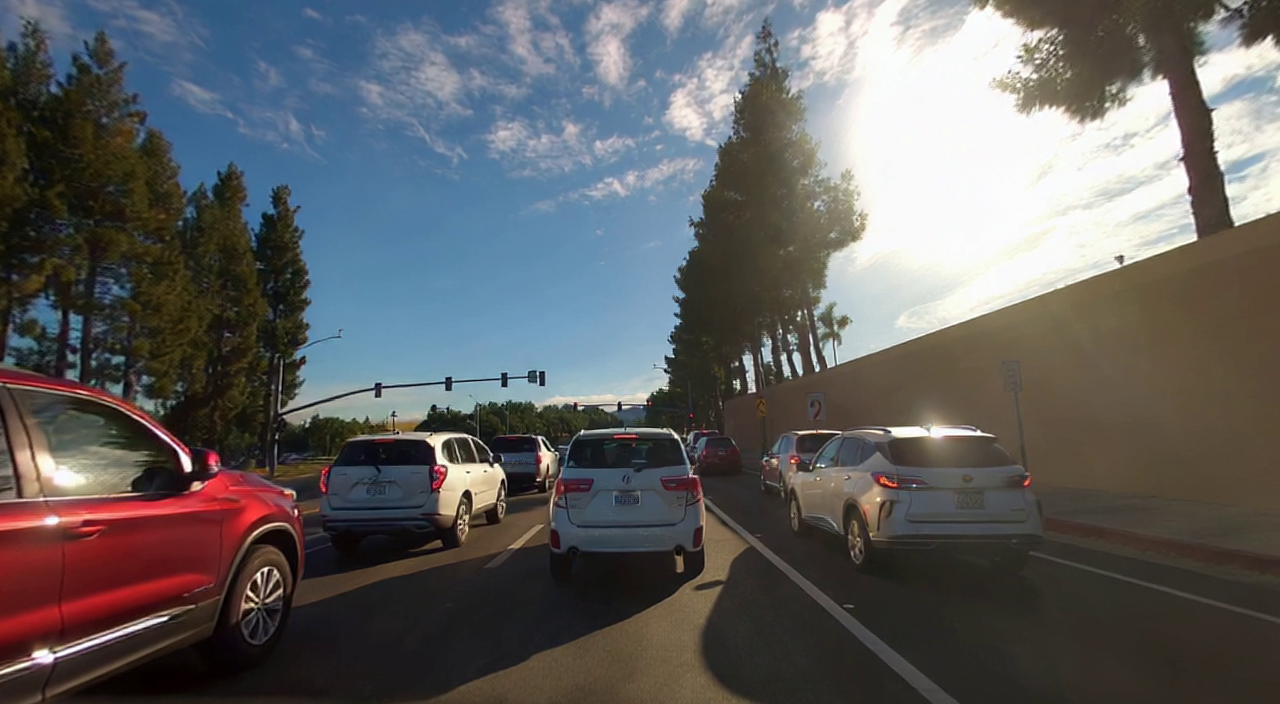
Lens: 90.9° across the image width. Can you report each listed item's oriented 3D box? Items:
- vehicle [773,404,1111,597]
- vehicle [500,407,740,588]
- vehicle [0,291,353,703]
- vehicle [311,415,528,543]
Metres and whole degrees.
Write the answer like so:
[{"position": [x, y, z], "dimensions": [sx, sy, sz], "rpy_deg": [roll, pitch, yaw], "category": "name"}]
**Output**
[{"position": [3.139, 1.633, 7.799], "dimensions": [2.029, 1.702, 4.281], "rpy_deg": [0, -8, 0], "category": "vehicle"}, {"position": [-0.156, 1.656, 7.945], "dimensions": [2.245, 1.677, 3.913], "rpy_deg": [0, -8, 1], "category": "vehicle"}, {"position": [-3.520, 0.828, 3.110], "dimensions": [2.070, 1.913, 4.450], "rpy_deg": [0, -8, 0], "category": "vehicle"}, {"position": [-3.492, 2.114, 11.155], "dimensions": [2.067, 1.759, 4.631], "rpy_deg": [0, -8, 1], "category": "vehicle"}]
